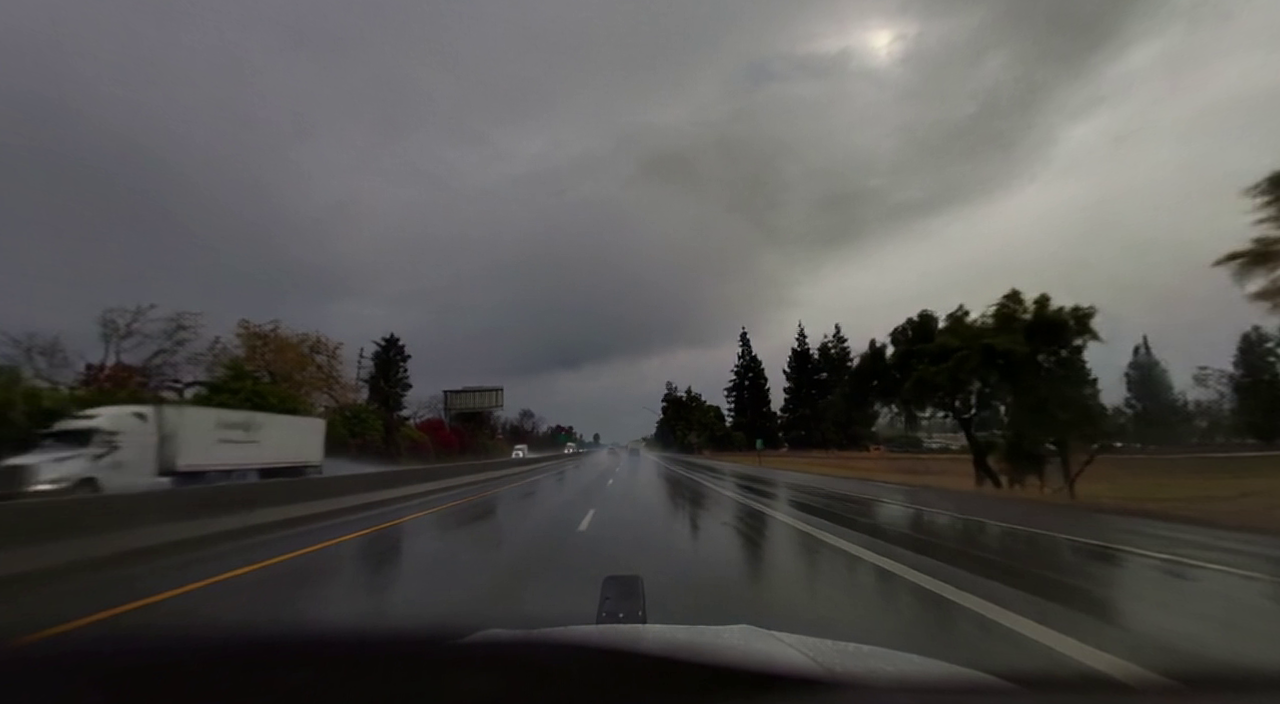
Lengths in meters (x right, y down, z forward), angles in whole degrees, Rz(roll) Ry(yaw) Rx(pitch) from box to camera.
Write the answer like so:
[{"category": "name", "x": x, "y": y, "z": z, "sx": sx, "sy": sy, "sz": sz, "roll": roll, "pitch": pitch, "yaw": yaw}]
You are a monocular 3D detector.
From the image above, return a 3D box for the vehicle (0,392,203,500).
[{"category": "vehicle", "x": -21.018, "y": 3.705, "z": 25.043, "sx": 2.978, "sy": 3.740, "sz": 5.936, "roll": 0, "pitch": -9, "yaw": -1}]
